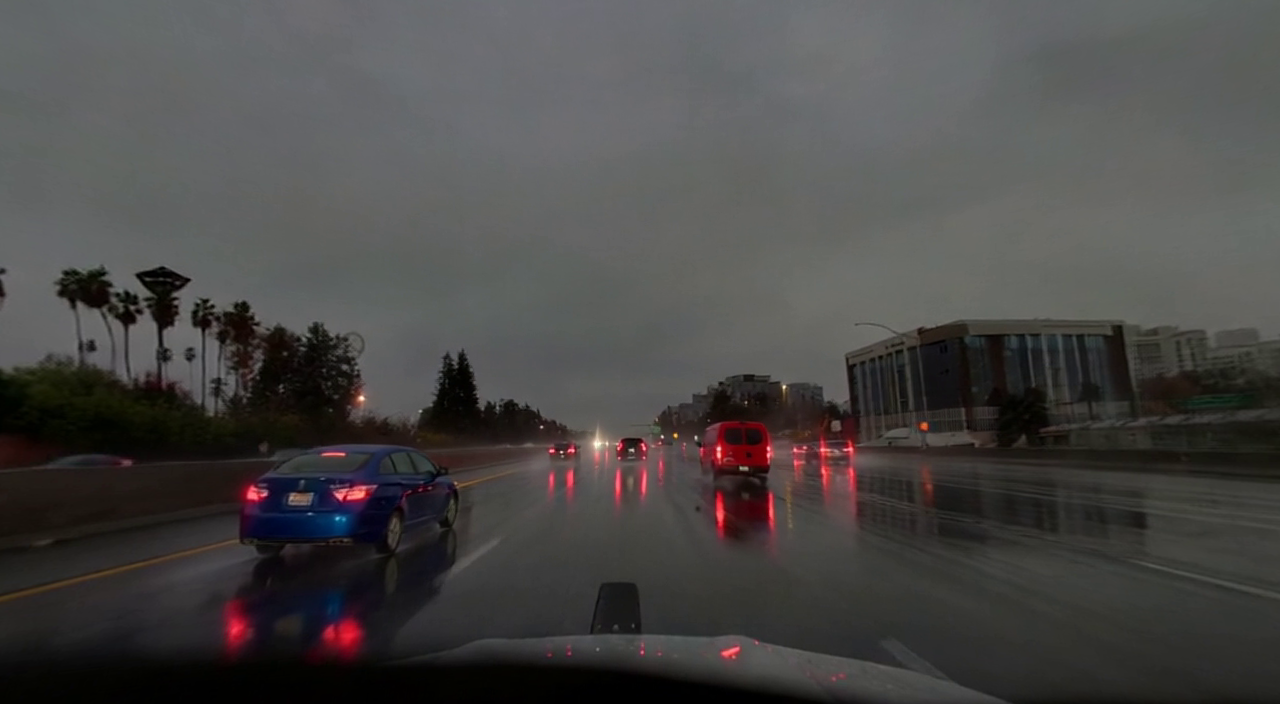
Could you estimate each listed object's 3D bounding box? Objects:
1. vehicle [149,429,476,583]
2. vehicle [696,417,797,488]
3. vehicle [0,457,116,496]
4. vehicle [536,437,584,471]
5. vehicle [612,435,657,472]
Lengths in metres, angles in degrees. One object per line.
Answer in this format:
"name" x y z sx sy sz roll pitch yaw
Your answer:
"vehicle" -3.757 1.829 8.380 1.991 1.469 4.381 0 -9 0
"vehicle" 3.419 3.408 21.583 2.250 2.074 5.723 0 -9 -2
"vehicle" -25.310 5.301 27.229 1.806 1.471 4.273 0 -9 0
"vehicle" -4.459 5.767 35.891 2.109 1.793 4.613 0 -9 0
"vehicle" -0.285 5.375 33.560 2.212 1.786 4.198 0 -9 -1
